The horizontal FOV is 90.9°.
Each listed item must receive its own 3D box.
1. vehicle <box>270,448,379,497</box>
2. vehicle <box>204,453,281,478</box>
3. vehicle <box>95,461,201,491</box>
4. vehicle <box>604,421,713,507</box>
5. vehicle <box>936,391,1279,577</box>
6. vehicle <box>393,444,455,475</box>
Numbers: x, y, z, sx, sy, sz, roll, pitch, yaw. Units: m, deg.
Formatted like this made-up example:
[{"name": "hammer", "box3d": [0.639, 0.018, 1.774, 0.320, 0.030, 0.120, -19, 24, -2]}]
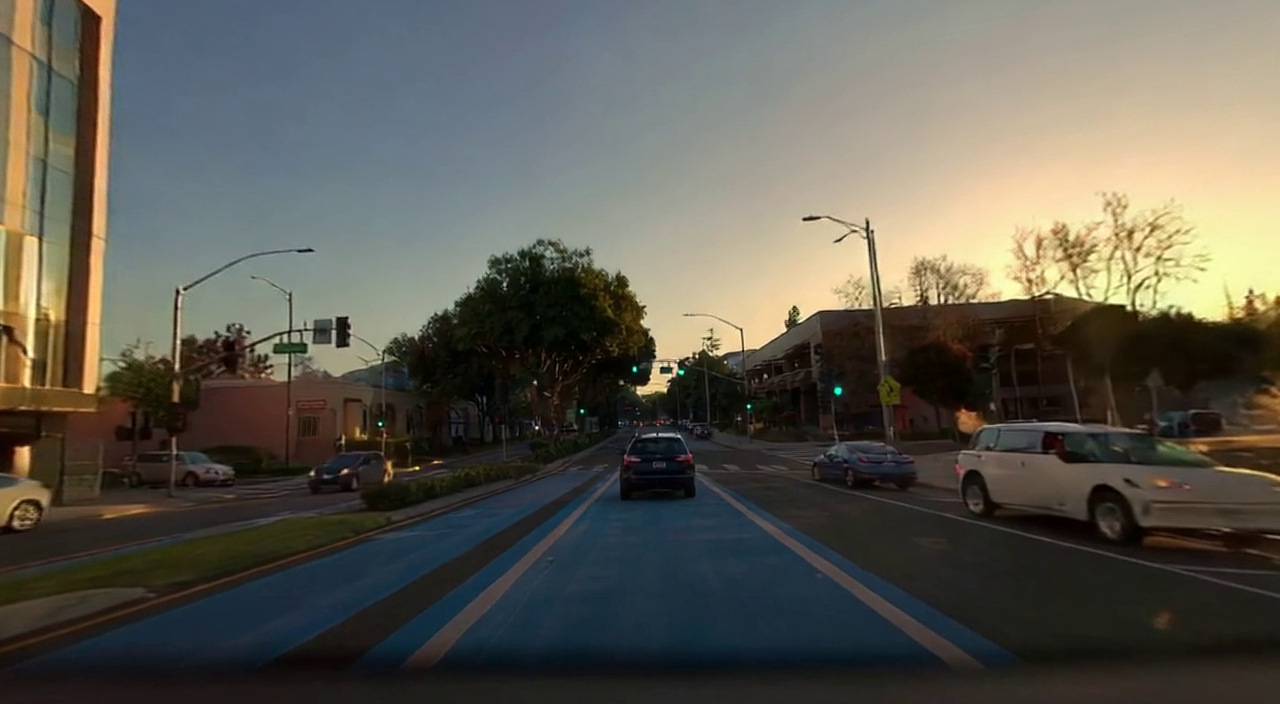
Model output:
[{"name": "vehicle", "box3d": [-12.888, 4.902, 26.188, 1.975, 1.820, 4.838, 0, -9, 1]}, {"name": "vehicle", "box3d": [-27.258, 7.796, 43.458, 1.857, 1.535, 4.900, -1, -9, 4]}, {"name": "vehicle", "box3d": [-27.845, 7.009, 35.789, 4.478, 1.578, 1.890, -1, -9, 2]}, {"name": "vehicle", "box3d": [0.395, 2.664, 15.390, 2.283, 1.773, 4.255, 0, -9, 0]}, {"name": "vehicle", "box3d": [6.516, 1.686, 8.834, 2.205, 1.823, 5.078, 0, -9, 0]}, {"name": "vehicle", "box3d": [-13.146, 6.566, 38.736, 2.025, 1.785, 4.845, 0, -9, 1]}]
